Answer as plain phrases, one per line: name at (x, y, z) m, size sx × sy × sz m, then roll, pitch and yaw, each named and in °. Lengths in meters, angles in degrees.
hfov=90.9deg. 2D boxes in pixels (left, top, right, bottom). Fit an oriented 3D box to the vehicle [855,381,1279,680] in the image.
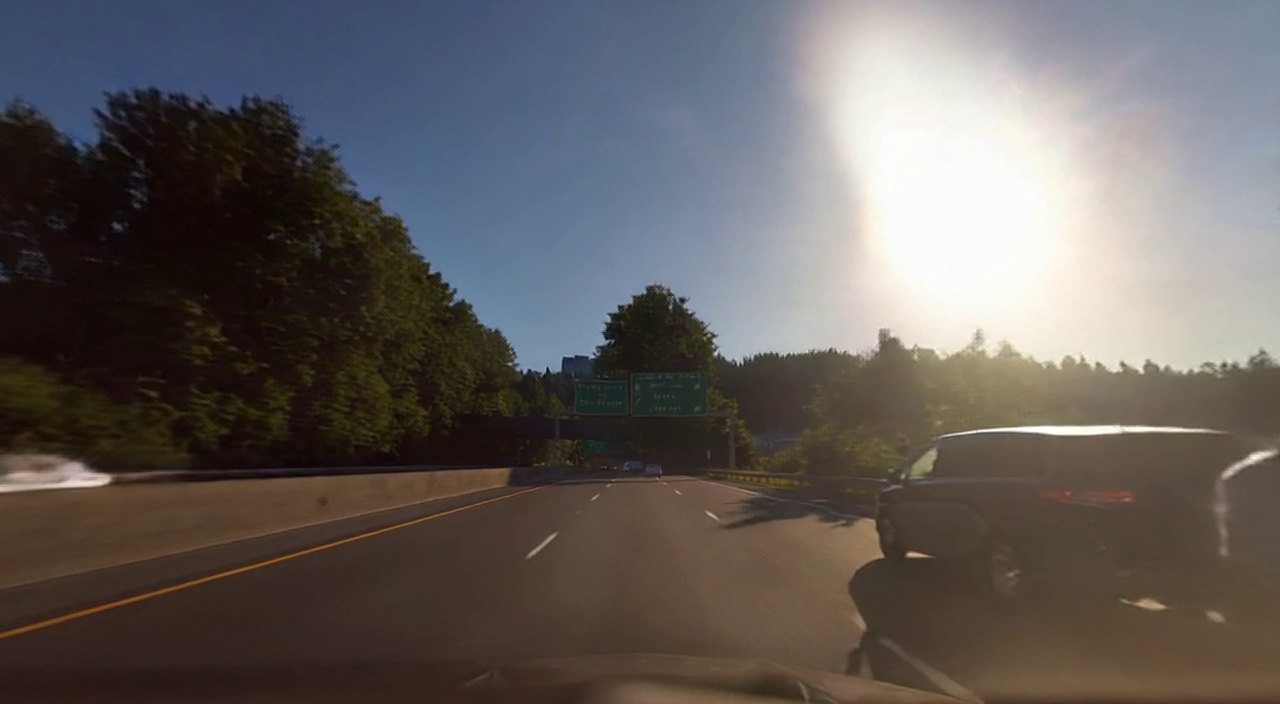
vehicle at (4.405, 1.624, 6.727) m, size 2.254 × 1.832 × 5.514 m, roll 1°, pitch -11°, yaw 0°
